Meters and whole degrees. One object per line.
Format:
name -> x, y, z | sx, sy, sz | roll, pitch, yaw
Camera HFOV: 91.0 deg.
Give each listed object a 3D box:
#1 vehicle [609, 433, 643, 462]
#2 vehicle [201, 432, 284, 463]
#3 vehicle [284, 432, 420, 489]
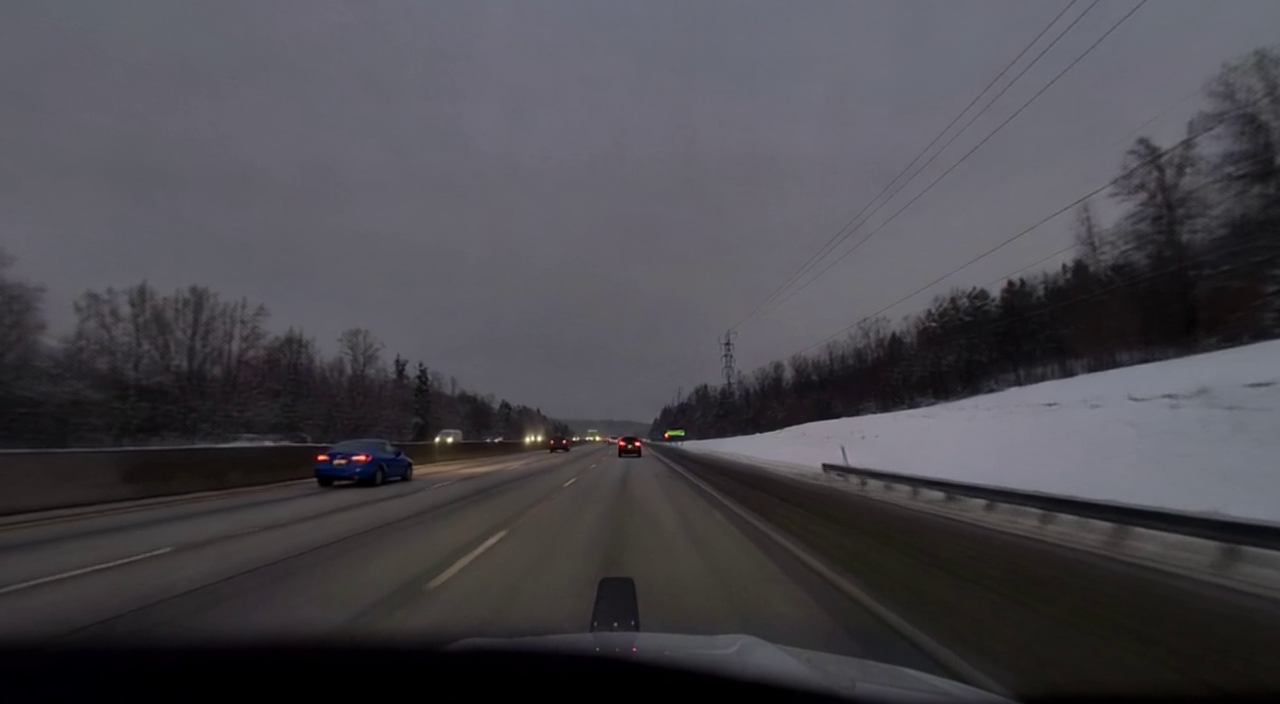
vehicle -> -0.900, 5.978, 39.702 | 2.040, 1.715, 3.906 | 0, -8, -1
vehicle -> -19.922, 4.810, 31.740 | 1.719, 1.443, 3.746 | 0, -8, 0
vehicle -> -8.316, 3.154, 18.722 | 2.047, 1.486, 4.306 | 0, -8, -1
